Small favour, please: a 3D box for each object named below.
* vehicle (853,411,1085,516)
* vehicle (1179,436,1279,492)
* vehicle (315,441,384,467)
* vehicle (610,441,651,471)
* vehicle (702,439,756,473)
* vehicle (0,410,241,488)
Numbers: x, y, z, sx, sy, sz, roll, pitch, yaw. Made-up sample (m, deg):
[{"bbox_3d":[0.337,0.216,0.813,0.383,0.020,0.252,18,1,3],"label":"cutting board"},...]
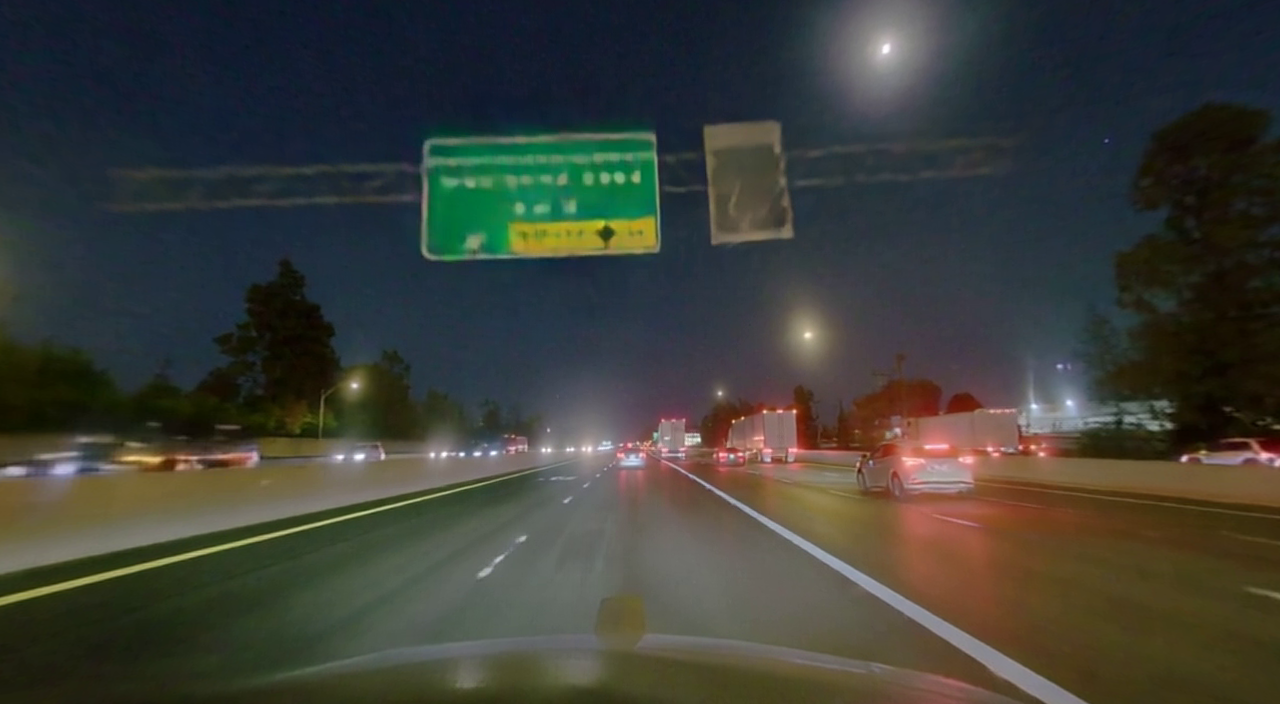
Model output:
[{"bbox_3d":[7.334,2.595,15.112,2.369,2.007,5.700,0,-9,-1],"label":"vehicle"},{"bbox_3d":[22.654,3.922,22.290,2.150,1.866,5.885,0,-9,2],"label":"vehicle"},{"bbox_3d":[-20.379,7.178,44.608,2.104,1.695,5.702,0,-9,0],"label":"vehicle"},{"bbox_3d":[-0.509,5.799,35.329,2.163,1.551,4.180,0,-9,0],"label":"vehicle"},{"bbox_3d":[4.525,5.387,32.861,2.154,1.658,4.347,0,-9,0],"label":"vehicle"},{"bbox_3d":[-24.335,4.634,30.235,2.991,2.997,11.562,0,-9,0],"label":"vehicle"}]
